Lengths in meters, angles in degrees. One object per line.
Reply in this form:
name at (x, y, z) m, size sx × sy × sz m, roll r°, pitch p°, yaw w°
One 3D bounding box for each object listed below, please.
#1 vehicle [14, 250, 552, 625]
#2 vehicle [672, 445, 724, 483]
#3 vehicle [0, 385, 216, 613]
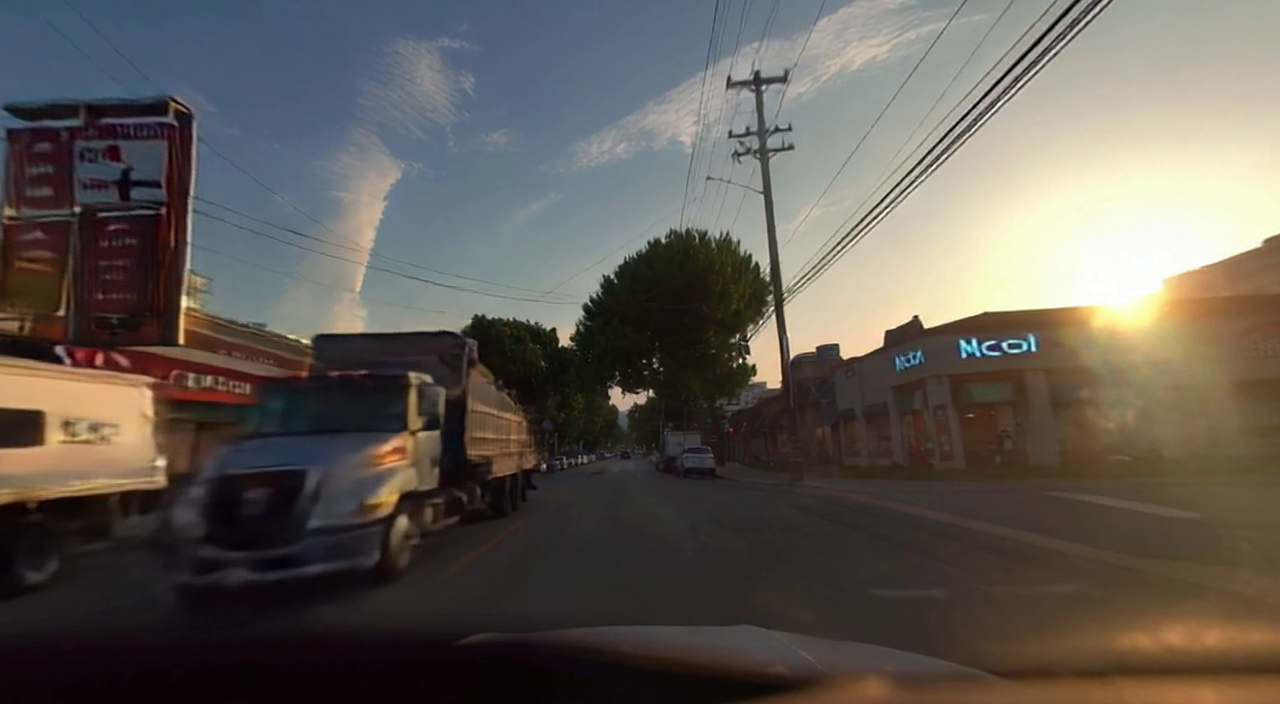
vehicle at (-3.912, 1.598, 11.634) m, size 2.994 × 3.308 × 12.131 m, roll 0°, pitch -9°, yaw -1°
vehicle at (2.929, 5.797, 33.020) m, size 2.097 × 1.784 × 4.915 m, roll 0°, pitch -9°, yaw -2°
vehicle at (-8.054, 1.469, 6.139) m, size 2.737 × 2.345 × 7.210 m, roll 0°, pitch -9°, yaw 1°
